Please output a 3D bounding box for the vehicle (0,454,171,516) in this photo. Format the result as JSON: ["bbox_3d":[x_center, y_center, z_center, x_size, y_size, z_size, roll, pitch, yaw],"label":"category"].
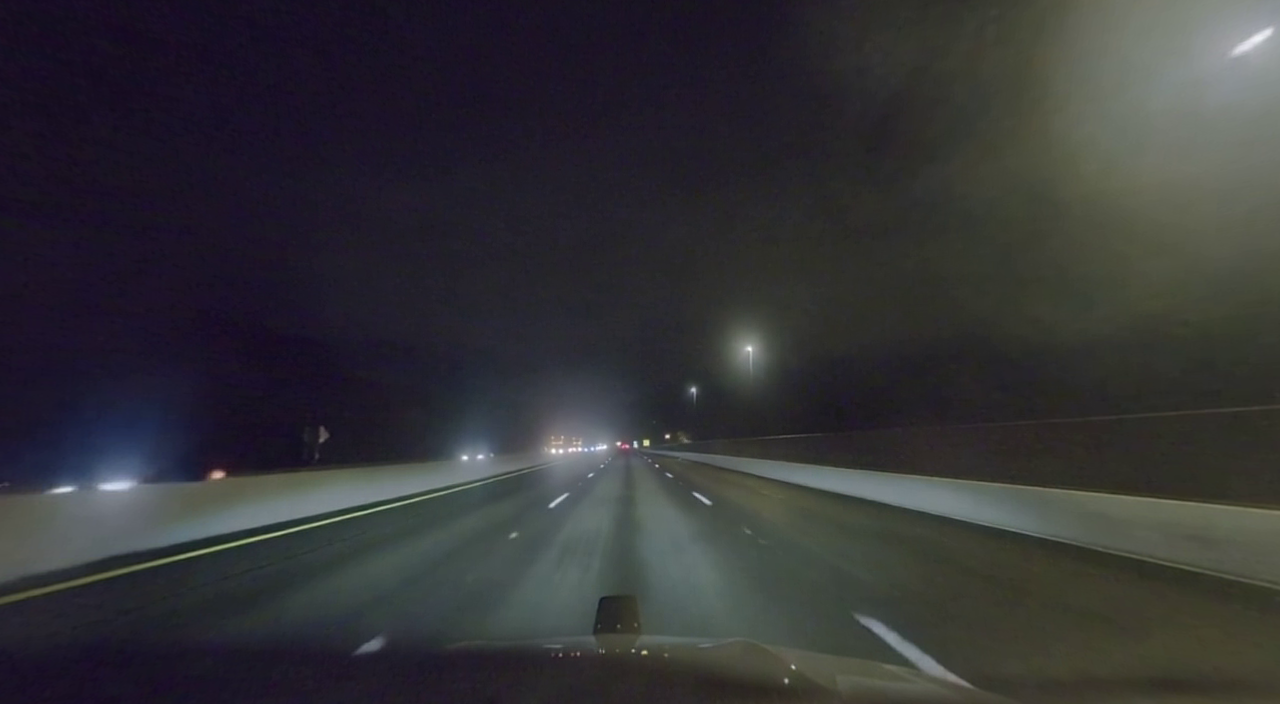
[{"bbox_3d":[-16.911,3.906,18.983,1.936,1.576,4.524,0,-9,-1],"label":"vehicle"}]
